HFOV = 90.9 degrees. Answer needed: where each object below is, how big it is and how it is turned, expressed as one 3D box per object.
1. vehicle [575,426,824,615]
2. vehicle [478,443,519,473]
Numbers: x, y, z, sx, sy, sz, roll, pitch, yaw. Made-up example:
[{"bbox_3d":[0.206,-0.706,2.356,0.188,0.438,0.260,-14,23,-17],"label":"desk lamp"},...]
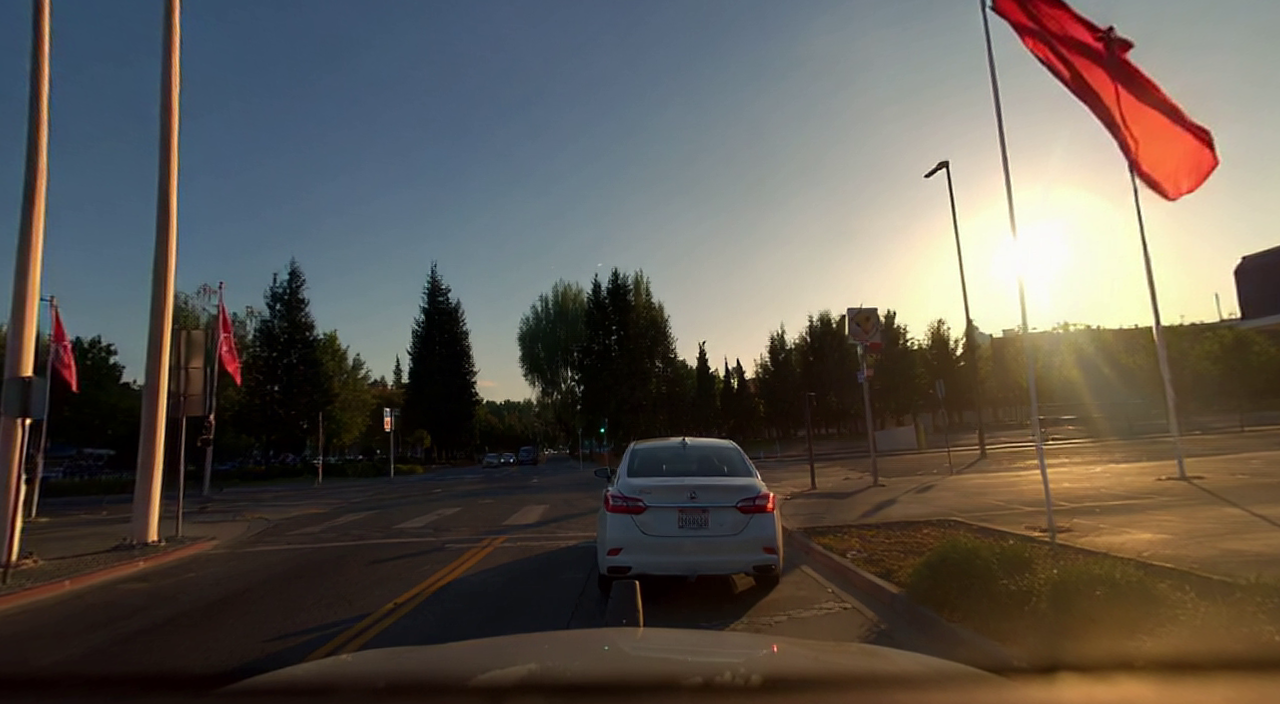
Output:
[{"bbox_3d":[0.385,1.624,6.905,1.985,1.463,3.647,0,-9,-3],"label":"vehicle"},{"bbox_3d":[-9.985,7.493,44.750,2.212,1.948,4.537,0,-9,-5],"label":"vehicle"}]
